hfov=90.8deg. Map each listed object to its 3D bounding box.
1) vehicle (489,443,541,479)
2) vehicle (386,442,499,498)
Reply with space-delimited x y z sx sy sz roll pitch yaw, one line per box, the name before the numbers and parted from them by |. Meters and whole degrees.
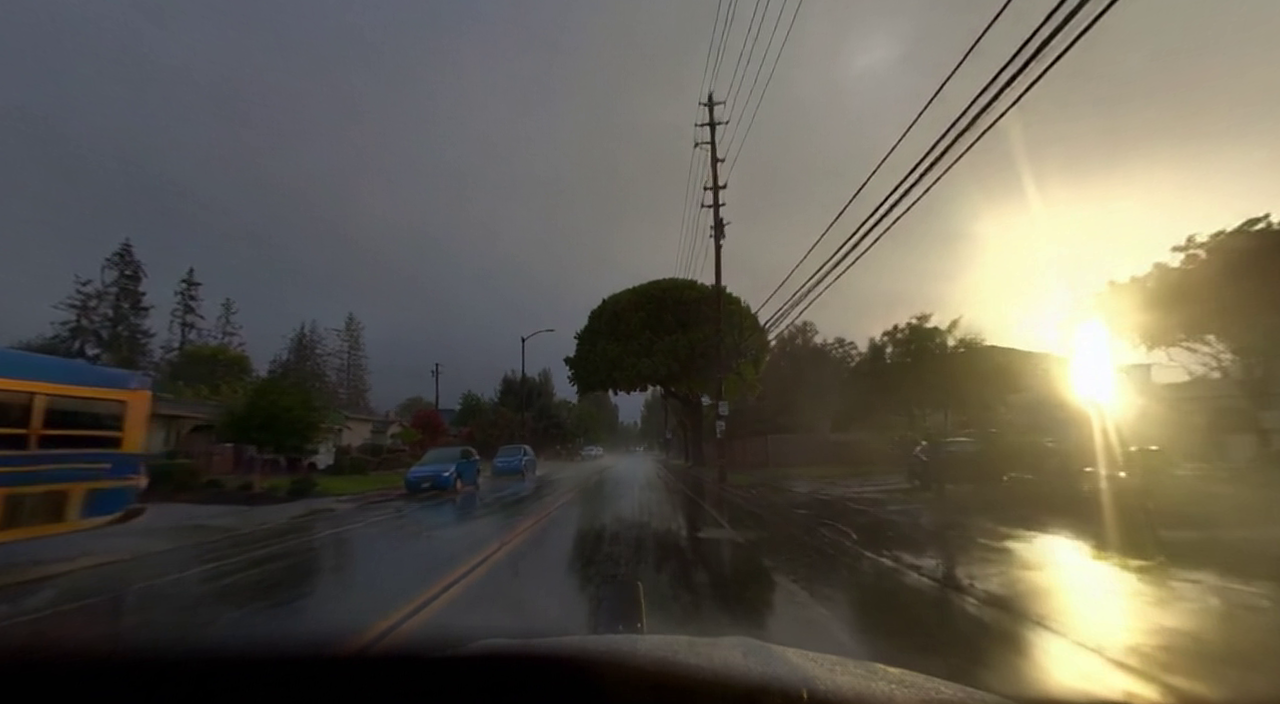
vehicle | -6.748 5.880 34.519 1.923 1.687 4.511 -4 -8 -1
vehicle | -6.519 3.946 21.467 2.129 1.556 4.778 -4 -9 2
